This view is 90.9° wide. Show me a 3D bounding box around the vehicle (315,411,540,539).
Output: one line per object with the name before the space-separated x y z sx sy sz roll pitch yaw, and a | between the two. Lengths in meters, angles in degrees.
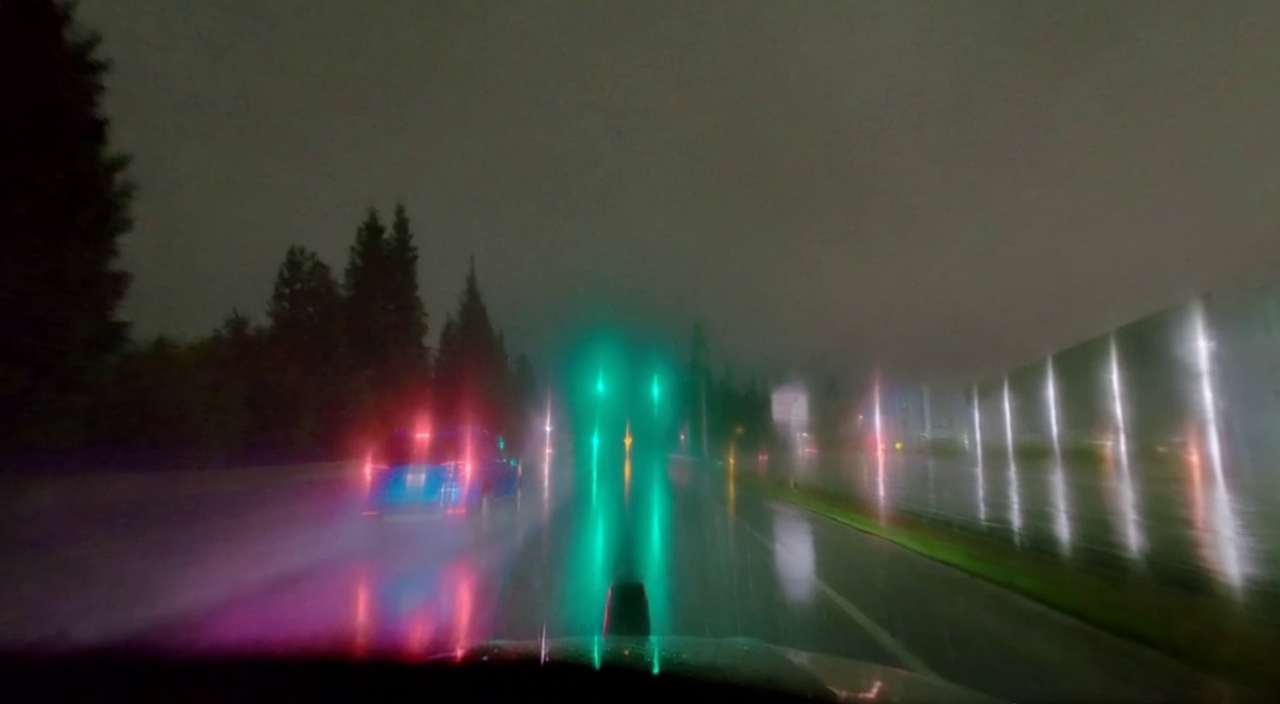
vehicle | -3.506 2.158 11.759 2.336 1.857 4.986 0 -8 1
